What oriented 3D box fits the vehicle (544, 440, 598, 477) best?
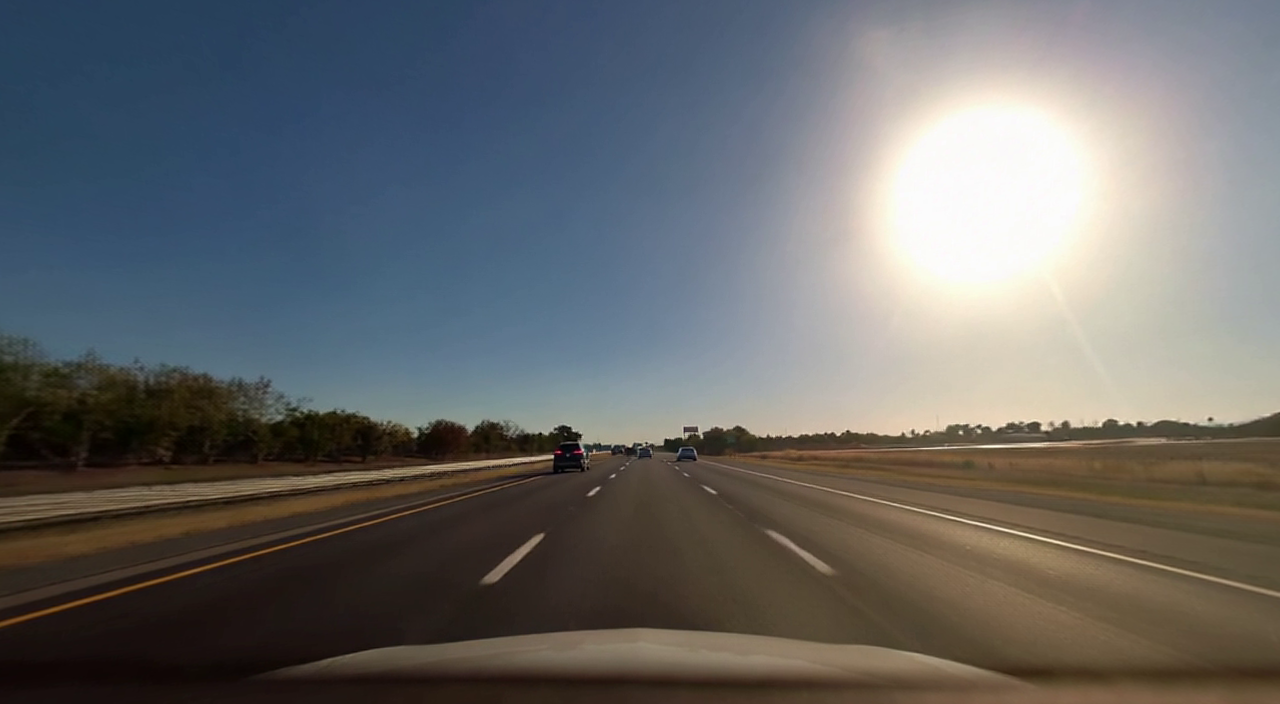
[{"bbox_3d":[-3.287,5.210,31.003,2.070,1.707,4.309,0,-9,1],"label":"vehicle"}]
